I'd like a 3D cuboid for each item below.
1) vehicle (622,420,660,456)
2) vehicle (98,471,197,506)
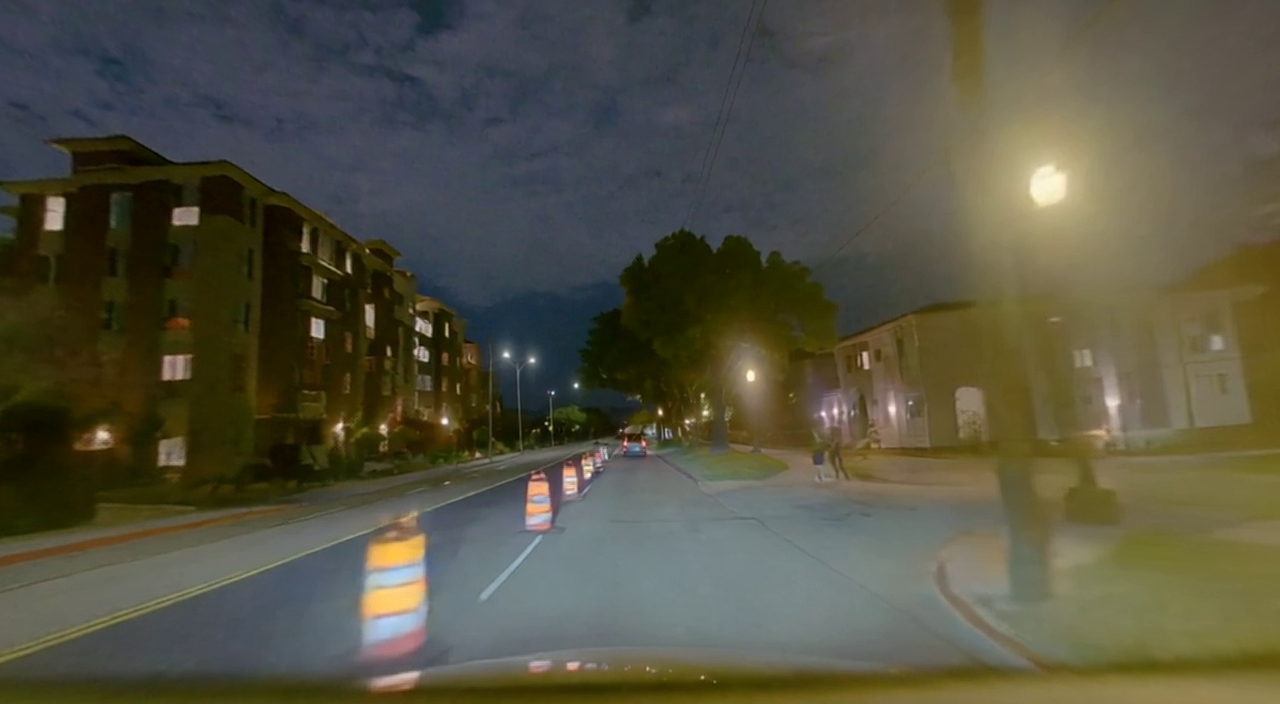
[{"bbox_3d":[-0.030,5.231,38.226,2.169,2.015,5.206,0,-8,-2],"label":"vehicle"},{"bbox_3d":[-25.487,7.027,32.698,4.314,1.583,1.779,-3,-9,18],"label":"vehicle"}]
